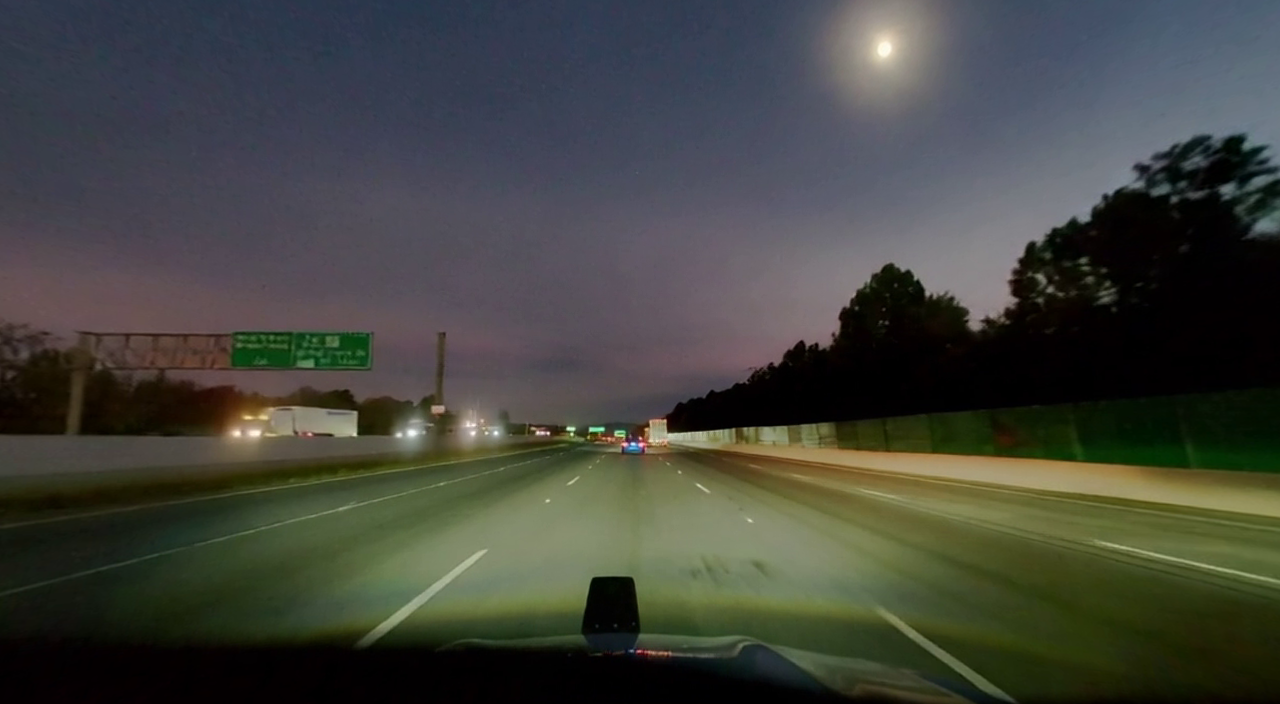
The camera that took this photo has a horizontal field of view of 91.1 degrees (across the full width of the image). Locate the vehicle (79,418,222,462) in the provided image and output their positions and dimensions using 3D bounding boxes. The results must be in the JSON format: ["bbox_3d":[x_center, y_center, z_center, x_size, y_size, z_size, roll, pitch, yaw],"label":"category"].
[{"bbox_3d":[-18.484,3.362,24.063,1.976,1.523,4.359,0,-8,-1],"label":"vehicle"}]
